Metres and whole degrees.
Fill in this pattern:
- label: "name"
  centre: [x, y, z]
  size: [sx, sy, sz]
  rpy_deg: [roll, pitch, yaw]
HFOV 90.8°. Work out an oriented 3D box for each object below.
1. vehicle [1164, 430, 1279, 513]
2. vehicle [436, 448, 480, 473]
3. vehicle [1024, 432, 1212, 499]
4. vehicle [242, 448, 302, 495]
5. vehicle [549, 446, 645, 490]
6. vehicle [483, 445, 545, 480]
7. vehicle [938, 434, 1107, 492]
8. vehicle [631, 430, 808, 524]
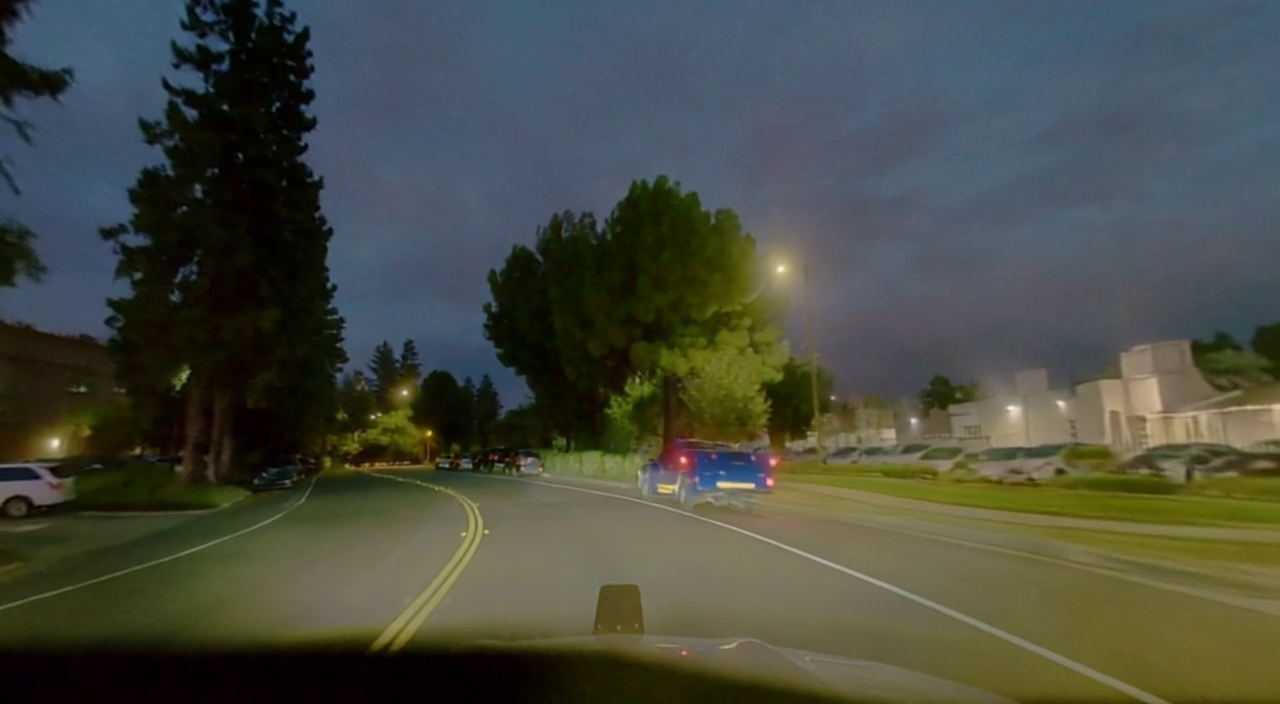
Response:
- label: "vehicle"
  centre: [14.043, 2.560, 14.070]
  size: [4.243, 1.470, 2.010]
  rpy_deg: [0, -10, -28]
- label: "vehicle"
  centre: [-14.184, 8.362, 48.946]
  size: [2.137, 1.814, 5.303]
  rpy_deg: [5, -10, -27]
- label: "vehicle"
  centre: [12.277, 2.876, 16.244]
  size: [4.225, 1.517, 2.036]
  rpy_deg: [5, -10, -26]
- label: "vehicle"
  centre: [-17.227, 5.530, 29.786]
  size: [2.154, 1.870, 5.118]
  rpy_deg: [1, -8, -27]
- label: "vehicle"
  centre: [-1.786, 4.444, 24.695]
  size: [2.053, 1.519, 4.611]
  rpy_deg: [5, -10, -28]
- label: "vehicle"
  centre: [-6.992, 6.025, 34.741]
  size: [2.055, 1.731, 4.686]
  rpy_deg: [5, -10, -27]
- label: "vehicle"
  centre: [11.241, 3.237, 18.560]
  size: [4.433, 1.513, 2.001]
  rpy_deg: [4, -10, -25]
- label: "vehicle"
  centre: [1.638, 2.827, 15.372]
  size: [2.042, 1.817, 5.202]
  rpy_deg: [3, -7, -21]
